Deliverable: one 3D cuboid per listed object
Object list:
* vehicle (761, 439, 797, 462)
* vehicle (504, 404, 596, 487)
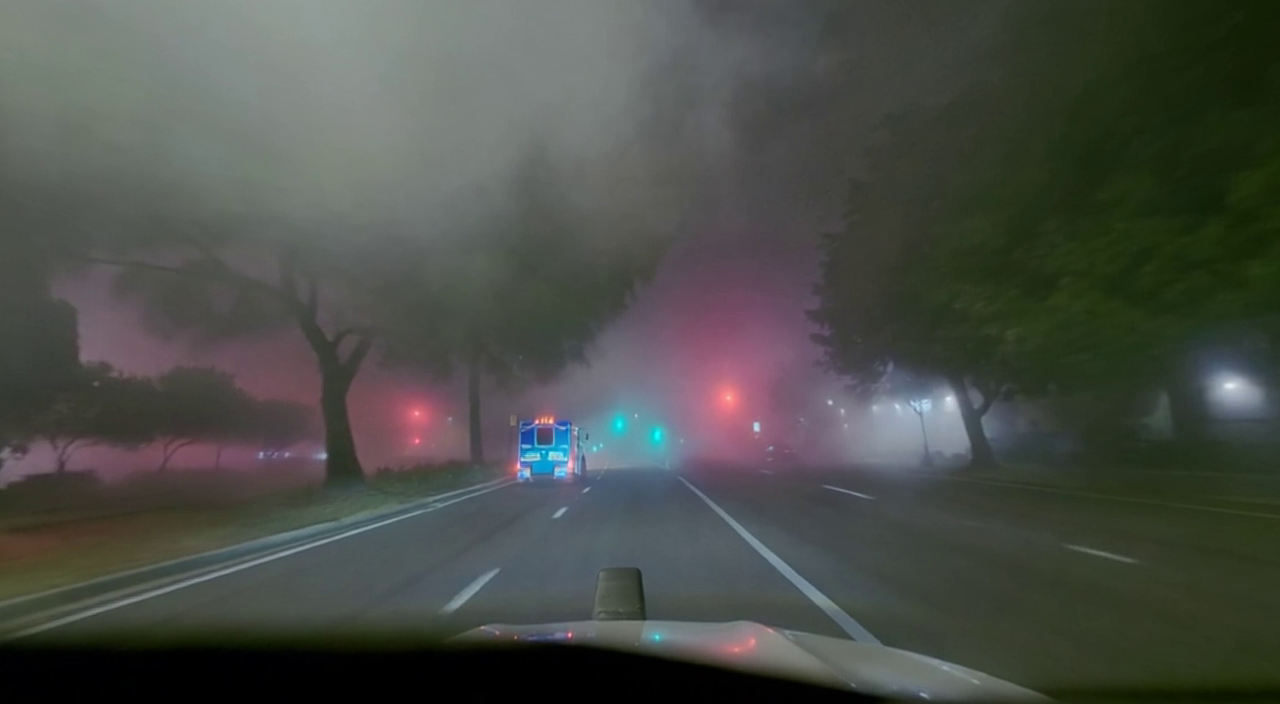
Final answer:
[{"bbox_3d":[10.853,7.719,49.561,1.980,1.719,4.422,-1,-9,2],"label":"vehicle"},{"bbox_3d":[-3.236,3.583,24.291,2.633,2.787,5.796,0,-9,0],"label":"vehicle"}]
